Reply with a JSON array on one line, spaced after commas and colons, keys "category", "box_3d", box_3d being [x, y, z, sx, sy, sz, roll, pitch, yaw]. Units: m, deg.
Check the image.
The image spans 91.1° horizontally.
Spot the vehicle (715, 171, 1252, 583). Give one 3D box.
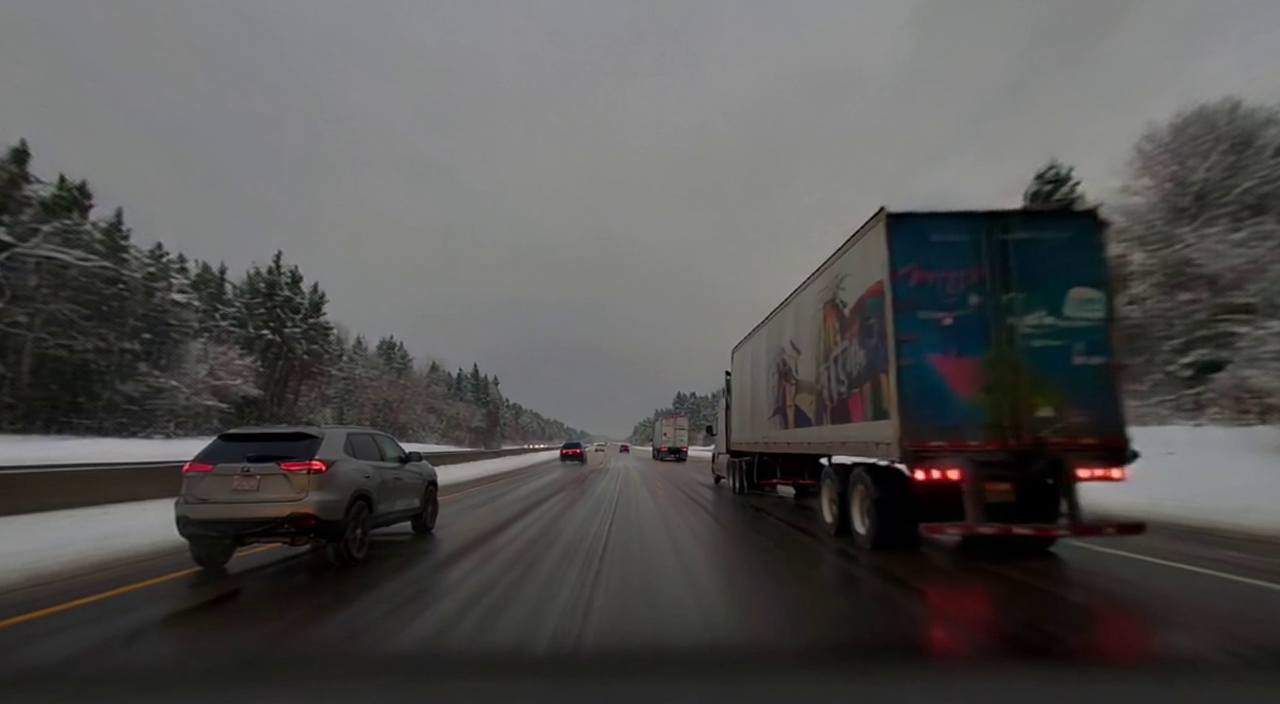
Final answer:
[{"category": "vehicle", "box_3d": [4.067, 1.201, 13.025, 2.933, 4.016, 13.949, 0, -9, -1]}]

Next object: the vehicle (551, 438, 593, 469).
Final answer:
[{"category": "vehicle", "box_3d": [-4.039, 6.142, 38.182, 2.139, 1.716, 4.530, 0, -9, -1]}]

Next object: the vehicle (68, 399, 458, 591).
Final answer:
[{"category": "vehicle", "box_3d": [-4.164, 1.676, 8.198, 2.202, 1.760, 4.617, 0, -9, 0]}]
